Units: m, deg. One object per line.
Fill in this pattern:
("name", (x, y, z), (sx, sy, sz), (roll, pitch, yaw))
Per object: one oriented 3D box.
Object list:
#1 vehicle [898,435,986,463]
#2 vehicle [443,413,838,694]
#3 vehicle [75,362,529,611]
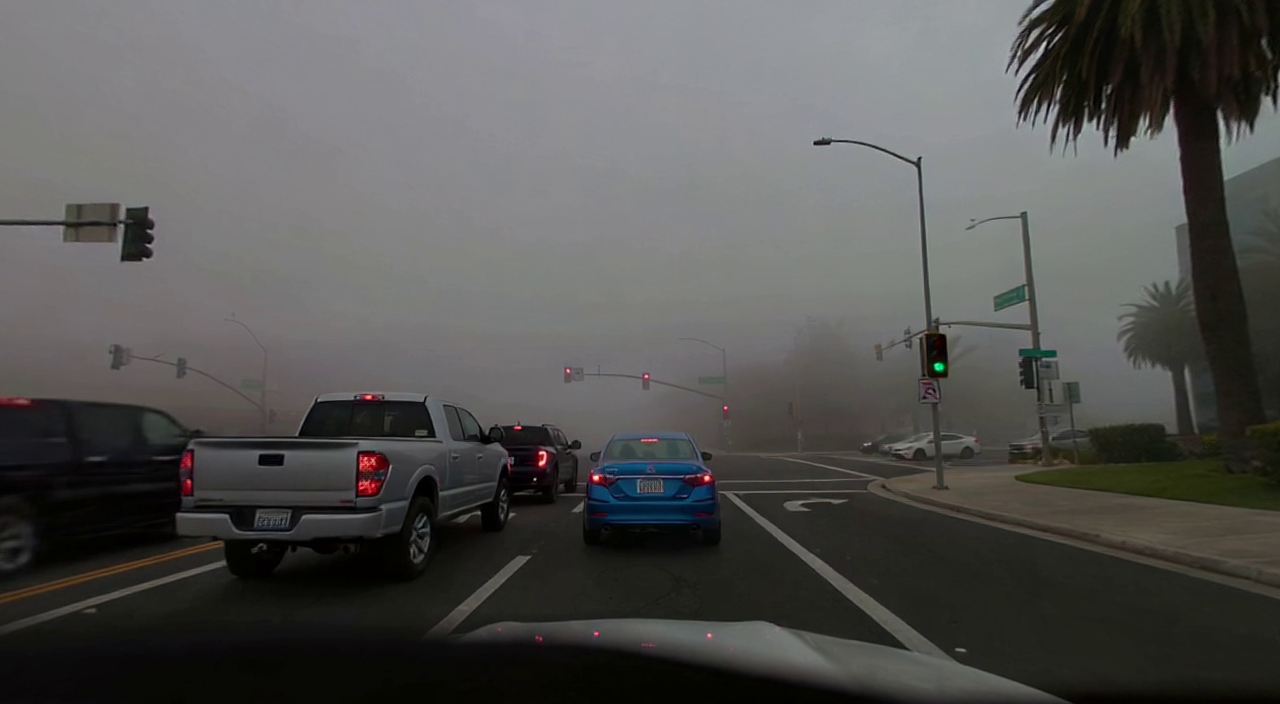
("vehicle", (18.809, 6.076, 39.301), (4.466, 1.717, 1.963), (0, -8, 2))
("vehicle", (0.035, 1.396, 5.536), (2.122, 1.501, 4.152), (0, -8, 1))
("vehicle", (-3.230, 1.480, 7.909), (2.330, 1.969, 5.626), (-1, -8, 3))
